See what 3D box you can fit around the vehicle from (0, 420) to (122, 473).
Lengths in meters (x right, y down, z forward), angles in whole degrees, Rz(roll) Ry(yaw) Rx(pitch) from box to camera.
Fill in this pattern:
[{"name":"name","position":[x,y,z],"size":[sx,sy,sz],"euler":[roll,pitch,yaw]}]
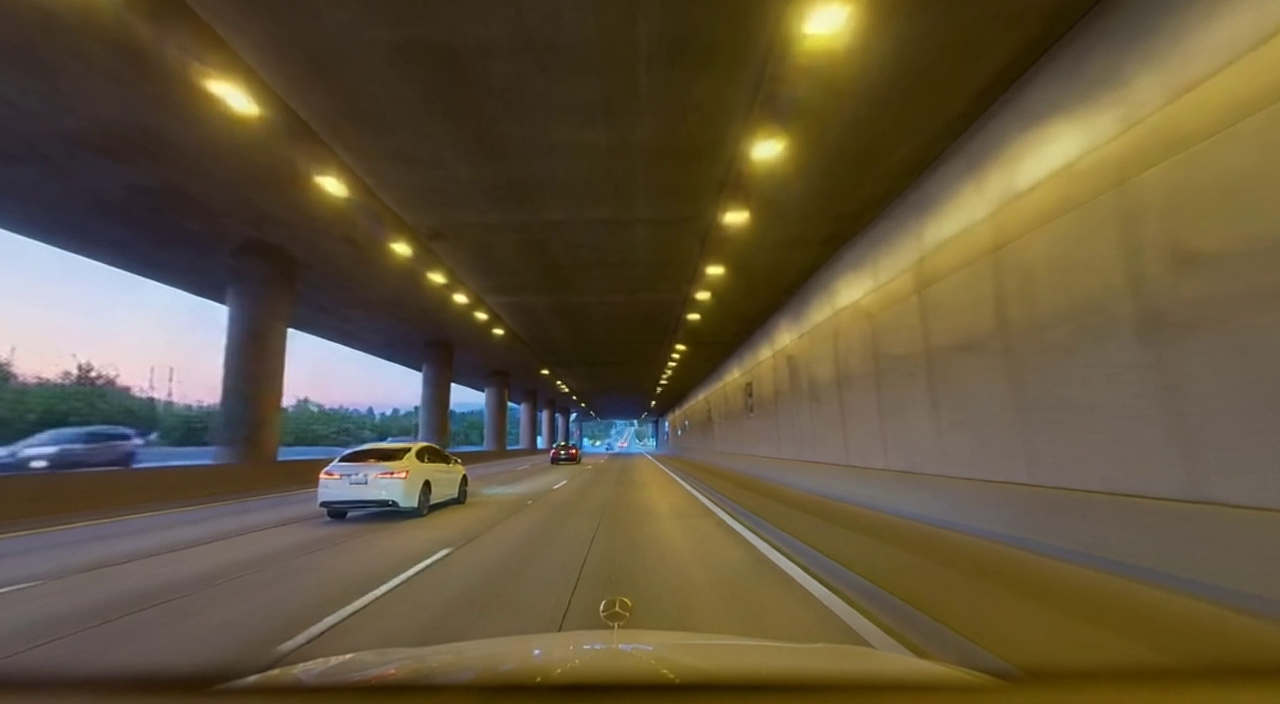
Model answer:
[{"name":"vehicle","position":[-19.985,3.121,20.854],"size":[1.874,1.552,4.455],"euler":[0,-8,-1]}]

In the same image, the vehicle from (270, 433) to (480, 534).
[{"name":"vehicle","position":[-4.358,2.199,11.204],"size":[1.885,1.424,4.230],"euler":[-1,-8,0]}]

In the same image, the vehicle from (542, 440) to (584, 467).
[{"name":"vehicle","position":[-4.477,5.952,37.155],"size":[1.973,1.474,4.199],"euler":[0,-8,-1]}]
